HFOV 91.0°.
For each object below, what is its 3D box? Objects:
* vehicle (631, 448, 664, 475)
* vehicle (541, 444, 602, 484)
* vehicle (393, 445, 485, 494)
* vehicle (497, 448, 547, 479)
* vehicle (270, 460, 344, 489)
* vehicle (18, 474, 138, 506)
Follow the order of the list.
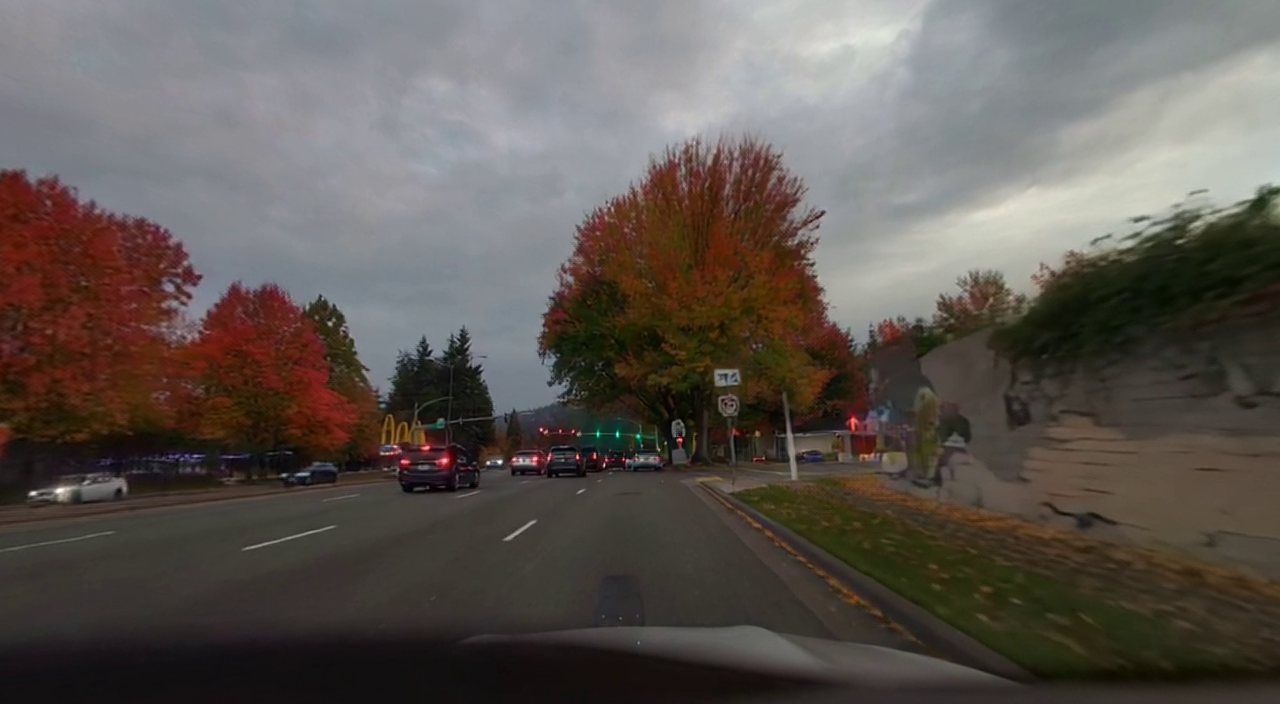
[{"bbox_3d":[0.464,7.353,42.434,2.144,1.704,4.028,1,-9,0],"label":"vehicle"},{"bbox_3d":[-3.046,5.125,28.970,2.165,1.663,4.513,0,-9,2],"label":"vehicle"},{"bbox_3d":[-7.342,4.332,23.502,1.932,1.596,4.247,0,-9,2],"label":"vehicle"},{"bbox_3d":[-7.175,6.821,38.797,2.069,1.719,4.441,0,-9,2],"label":"vehicle"},{"bbox_3d":[-19.812,7.290,37.696,1.826,1.493,4.383,0,-9,2],"label":"vehicle"},{"bbox_3d":[-33.967,8.323,38.272,2.096,1.699,4.912,-4,-10,18],"label":"vehicle"}]
